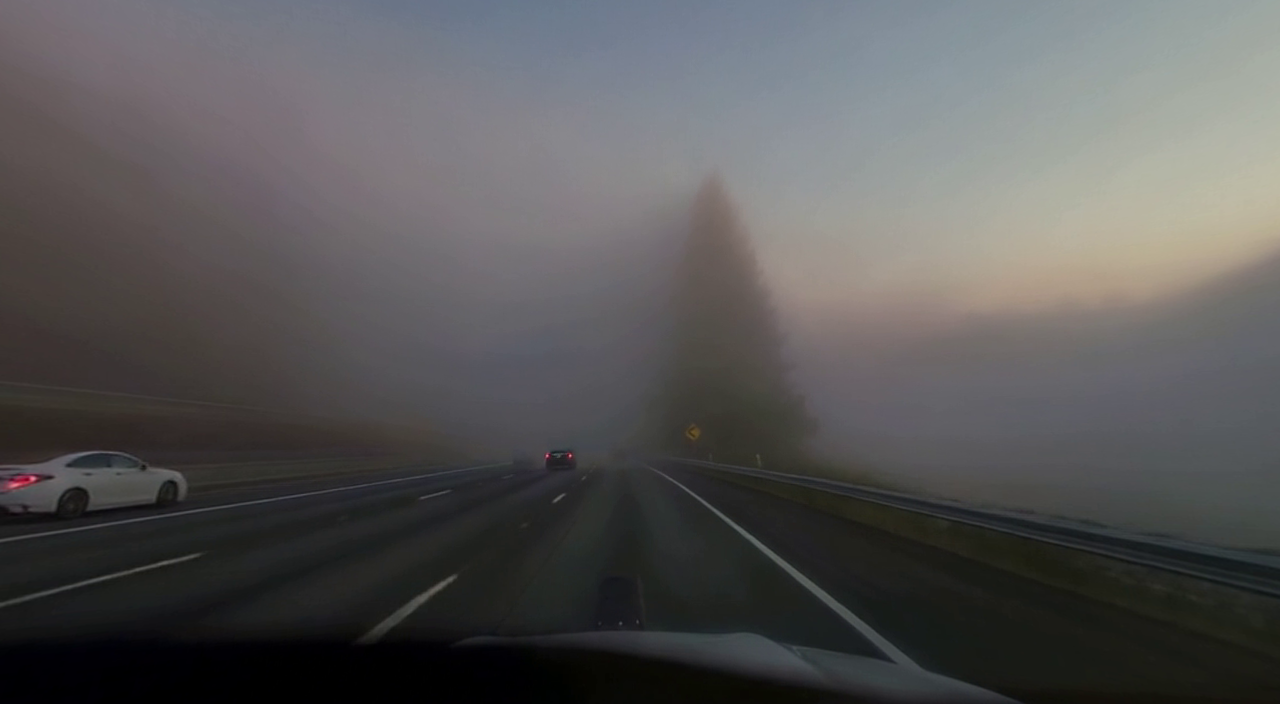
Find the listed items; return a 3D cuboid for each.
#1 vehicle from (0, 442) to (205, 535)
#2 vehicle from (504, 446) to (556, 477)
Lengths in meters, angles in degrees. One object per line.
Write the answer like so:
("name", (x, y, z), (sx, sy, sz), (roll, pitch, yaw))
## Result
("vehicle", (-11.327, 2.587, 12.601), (1.960, 1.487, 4.593), (0, -9, 0))
("vehicle", (-5.622, 5.642, 32.675), (2.120, 1.458, 4.031), (0, -9, -2))
